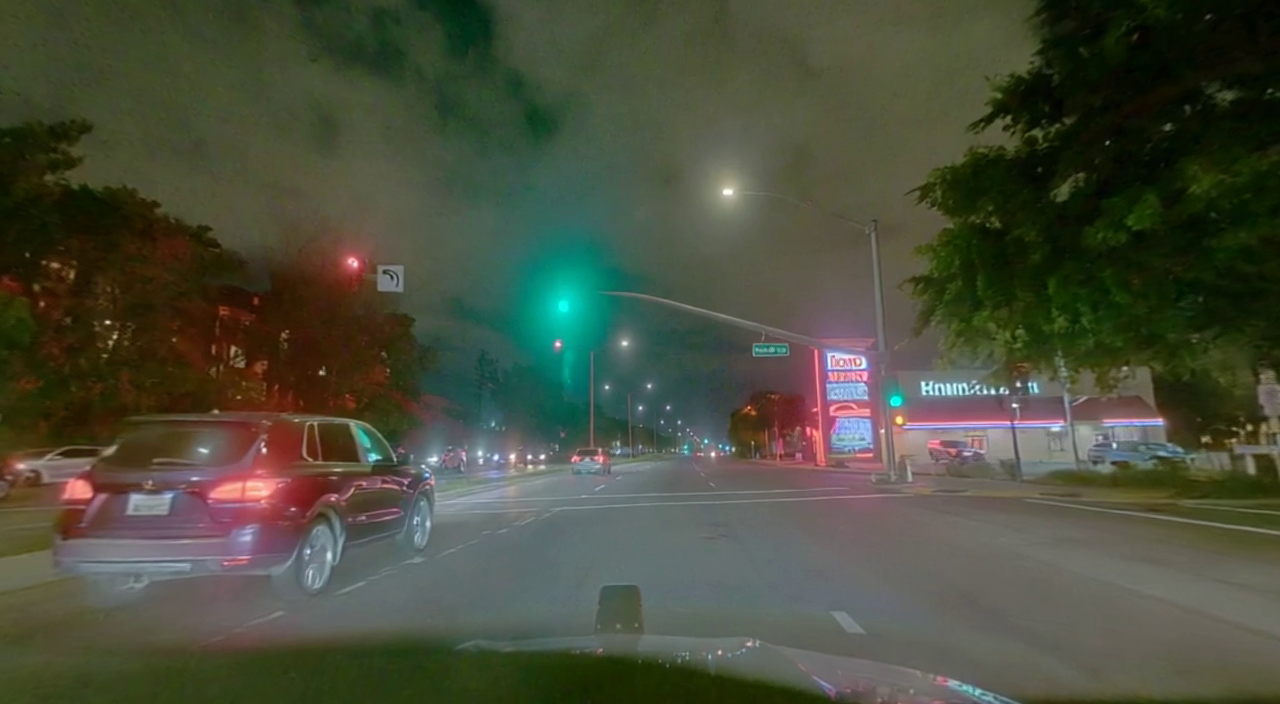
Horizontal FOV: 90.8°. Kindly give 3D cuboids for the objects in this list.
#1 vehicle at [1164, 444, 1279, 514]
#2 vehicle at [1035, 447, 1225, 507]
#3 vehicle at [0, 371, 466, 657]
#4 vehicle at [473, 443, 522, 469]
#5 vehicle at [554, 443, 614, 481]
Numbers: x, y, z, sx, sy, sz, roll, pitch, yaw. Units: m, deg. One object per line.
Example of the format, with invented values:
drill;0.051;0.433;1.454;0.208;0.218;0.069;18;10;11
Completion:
vehicle;15.051;2.950;15.178;4.668;1.467;2.103;5;-10;-29
vehicle;13.758;3.391;17.702;5.074;1.442;2.216;4;-10;-28
vehicle;-3.770;1.412;6.630;2.305;1.833;4.912;-1;-9;2
vehicle;-10.069;7.384;45.082;2.016;1.710;4.734;-1;-9;5
vehicle;-2.435;4.923;28.614;1.976;1.571;4.649;-1;-9;4
